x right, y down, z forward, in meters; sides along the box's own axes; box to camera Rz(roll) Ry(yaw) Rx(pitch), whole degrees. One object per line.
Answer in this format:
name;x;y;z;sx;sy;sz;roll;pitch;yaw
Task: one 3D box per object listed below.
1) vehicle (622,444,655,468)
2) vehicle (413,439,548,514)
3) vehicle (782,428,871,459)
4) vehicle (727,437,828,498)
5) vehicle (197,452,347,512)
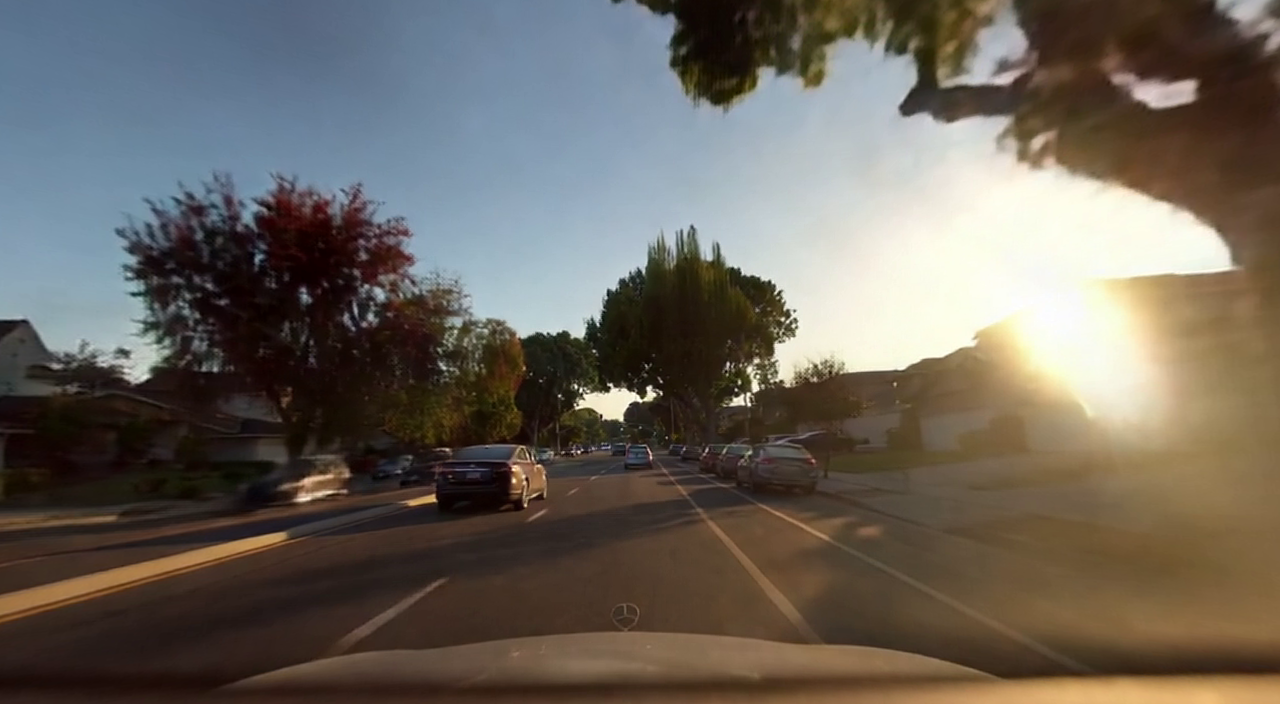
vehicle;-0.093;6.912;42.290;2.088;1.495;4.048;0;-8;0
vehicle;-3.524;2.833;14.923;2.027;1.477;4.413;0;-8;0
vehicle;11.553;5.738;39.480;4.923;1.878;1.953;0;-8;2
vehicle;4.223;3.625;20.362;2.045;1.702;4.916;0;-8;-1
vehicle;-10.590;3.721;18.618;1.872;1.502;4.185;0;-8;0
